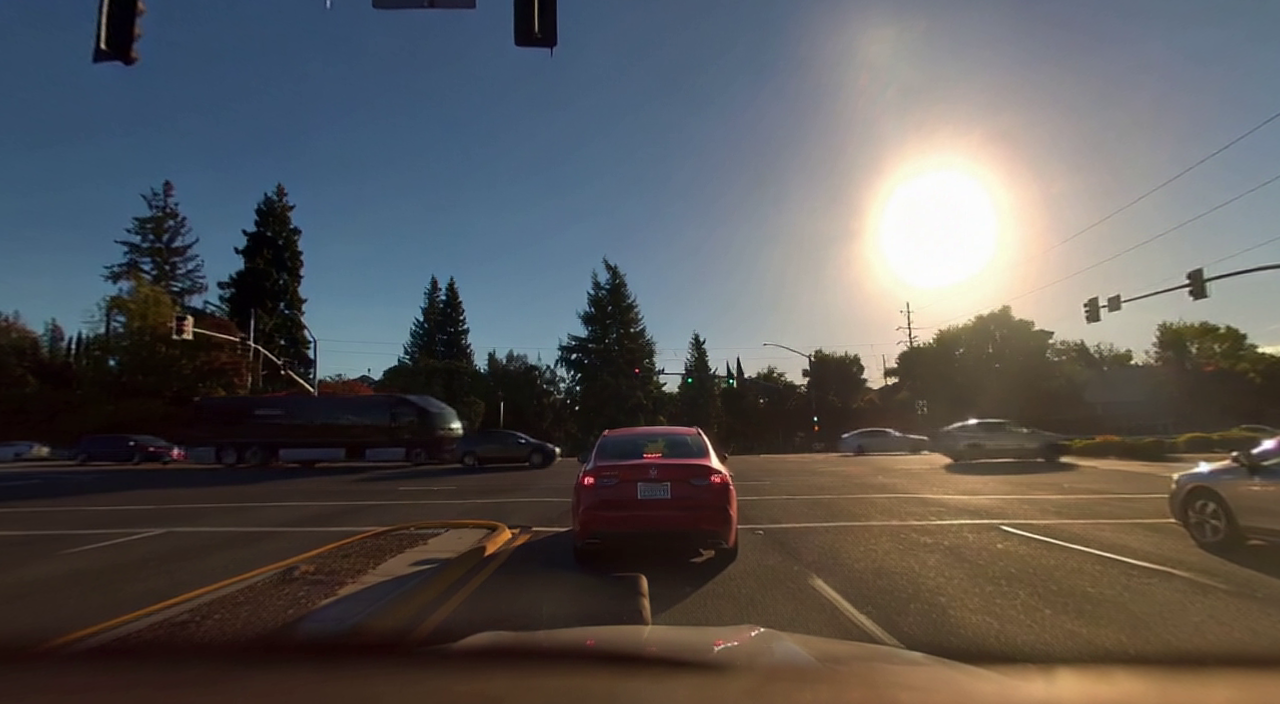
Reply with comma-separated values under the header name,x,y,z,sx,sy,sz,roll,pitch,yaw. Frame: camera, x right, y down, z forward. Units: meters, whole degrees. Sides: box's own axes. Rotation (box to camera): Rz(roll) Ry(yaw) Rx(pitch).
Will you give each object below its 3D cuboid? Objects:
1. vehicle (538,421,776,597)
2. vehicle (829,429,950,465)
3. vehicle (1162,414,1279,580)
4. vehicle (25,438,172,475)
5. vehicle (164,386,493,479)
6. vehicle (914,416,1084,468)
name,x,y,z,sx,sy,sz,roll,pitch,yaw
vehicle,0.102,1.633,7.408,2.041,1.485,3.813,0,-8,-1
vehicle,10.537,4.022,26.846,4.399,1.445,1.769,0,-9,1
vehicle,7.072,1.257,5.151,1.901,1.577,4.348,0,-8,1
vehicle,-23.043,4.452,26.963,4.517,1.471,1.854,0,-8,0
vehicle,-11.069,2.976,23.208,10.544,3.126,2.909,-1,-8,1
vehicle,13.001,3.303,23.115,4.921,1.757,2.036,0,-8,1
